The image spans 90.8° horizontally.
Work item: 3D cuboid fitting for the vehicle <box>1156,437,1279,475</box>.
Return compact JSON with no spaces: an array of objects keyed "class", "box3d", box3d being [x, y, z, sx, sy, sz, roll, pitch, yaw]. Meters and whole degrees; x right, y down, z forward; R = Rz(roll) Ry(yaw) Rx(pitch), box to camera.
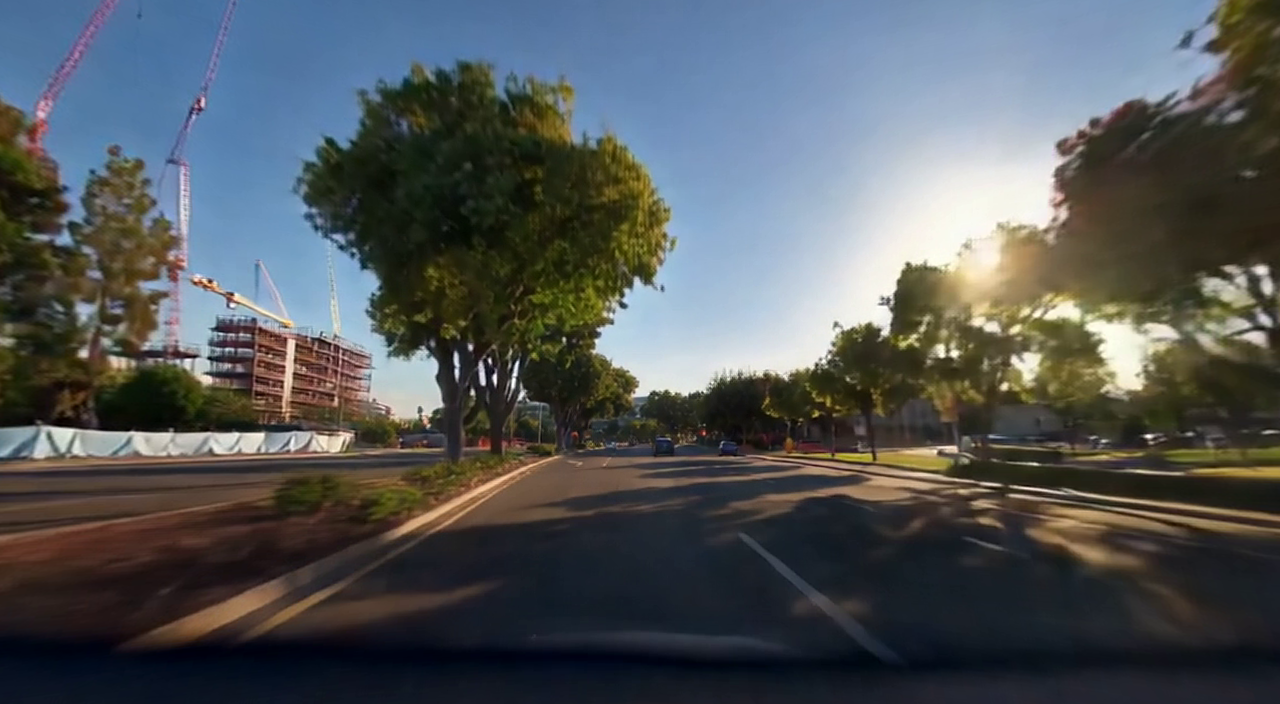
[{"class":"vehicle","box3d":[32.993,5.780,35.721,2.283,1.875,6.308,-1,-8,0]}]
